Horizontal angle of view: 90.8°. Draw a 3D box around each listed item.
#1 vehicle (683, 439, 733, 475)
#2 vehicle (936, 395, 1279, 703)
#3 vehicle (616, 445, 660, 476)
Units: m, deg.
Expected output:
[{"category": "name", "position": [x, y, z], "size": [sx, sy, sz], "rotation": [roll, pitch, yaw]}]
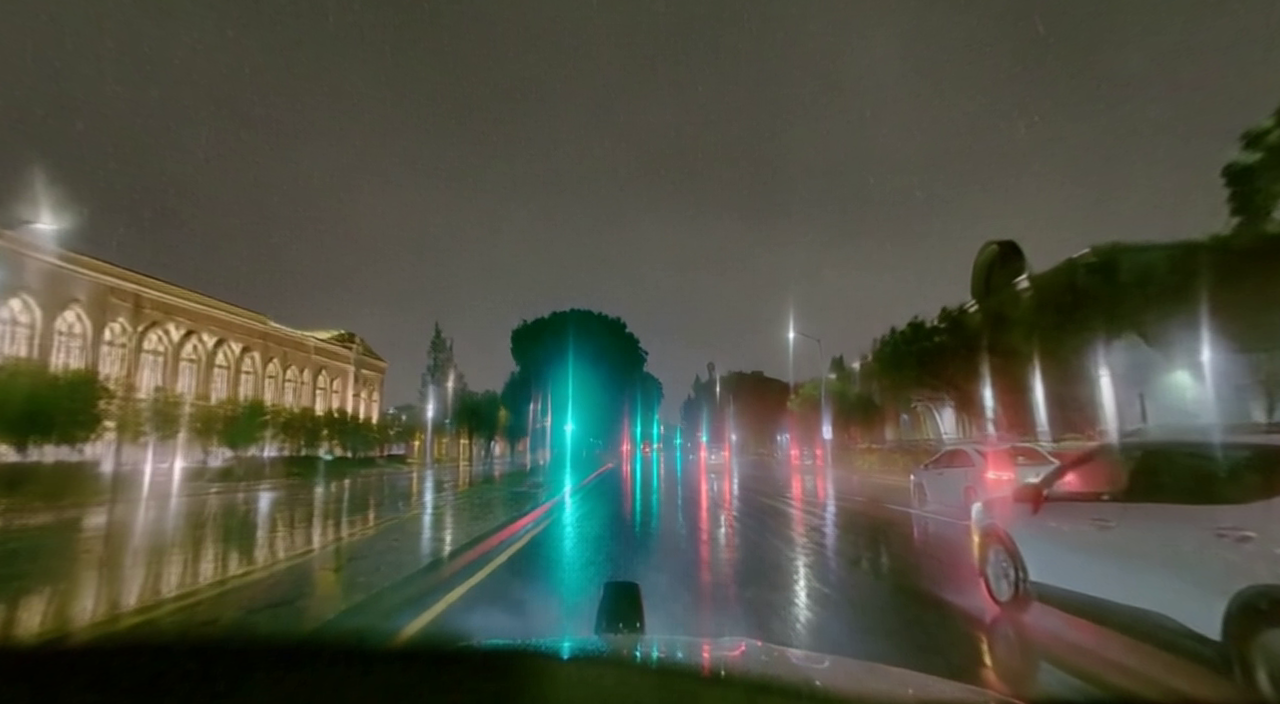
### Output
[{"category": "vehicle", "position": [3.494, 5.491, 33.315], "size": [2.036, 1.757, 4.300], "rotation": [0, -9, -1]}, {"category": "vehicle", "position": [3.699, 1.122, 3.791], "size": [1.937, 1.538, 3.832], "rotation": [0, -9, 0]}, {"category": "vehicle", "position": [-0.098, 5.392, 31.604], "size": [2.054, 1.446, 3.969], "rotation": [0, -9, -1]}]
